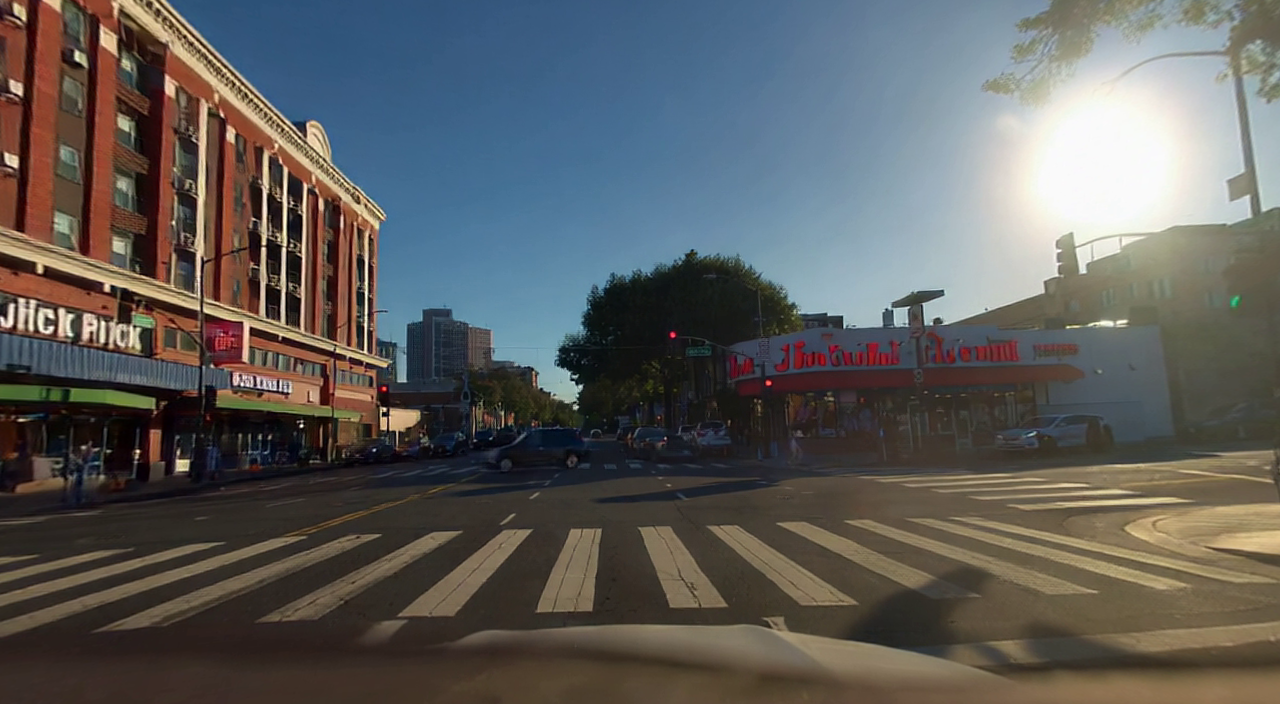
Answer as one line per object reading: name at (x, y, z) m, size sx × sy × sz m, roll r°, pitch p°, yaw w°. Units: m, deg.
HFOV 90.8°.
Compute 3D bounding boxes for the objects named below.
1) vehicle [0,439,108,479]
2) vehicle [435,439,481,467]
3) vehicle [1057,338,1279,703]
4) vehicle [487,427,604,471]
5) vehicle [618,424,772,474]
vehicle at (-31.528, 5.614, 33.551) m, size 2.205 × 1.903 × 5.877 m, roll 1°, pitch -9°, yaw -10°
vehicle at (-10.937, 6.091, 38.266) m, size 1.885 × 1.545 × 4.124 m, roll 0°, pitch -8°, yaw -5°
vehicle at (3.024, 0.612, 0.872) m, size 1.866 × 1.654 × 4.354 m, roll 0°, pitch -8°, yaw 0°
vehicle at (-3.775, 3.895, 25.559) m, size 4.513 × 1.682 × 1.810 m, roll 1°, pitch -9°, yaw -7°
vehicle at (1.690, 3.107, 20.379) m, size 4.612 × 1.521 × 1.811 m, roll 1°, pitch -9°, yaw -10°
